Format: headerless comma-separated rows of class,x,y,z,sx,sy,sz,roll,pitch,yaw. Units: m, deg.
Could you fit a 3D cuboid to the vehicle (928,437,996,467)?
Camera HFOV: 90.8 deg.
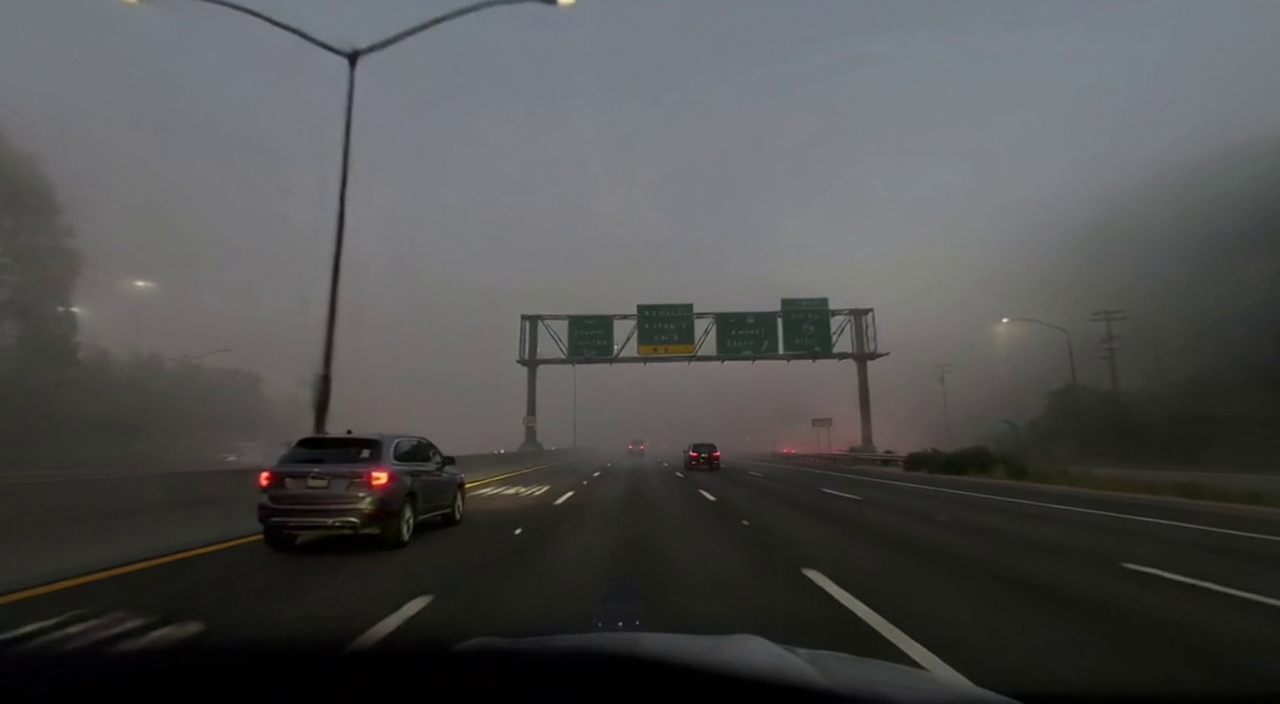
vehicle,20.857,6.470,41.135,2.070,1.782,5.006,-1,-8,4

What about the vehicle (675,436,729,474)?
vehicle,2.813,4.775,29.544,1.997,1.638,4.281,0,-8,-1

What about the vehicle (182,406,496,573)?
vehicle,-3.600,1.736,8.795,2.099,1.682,4.590,0,-8,0
